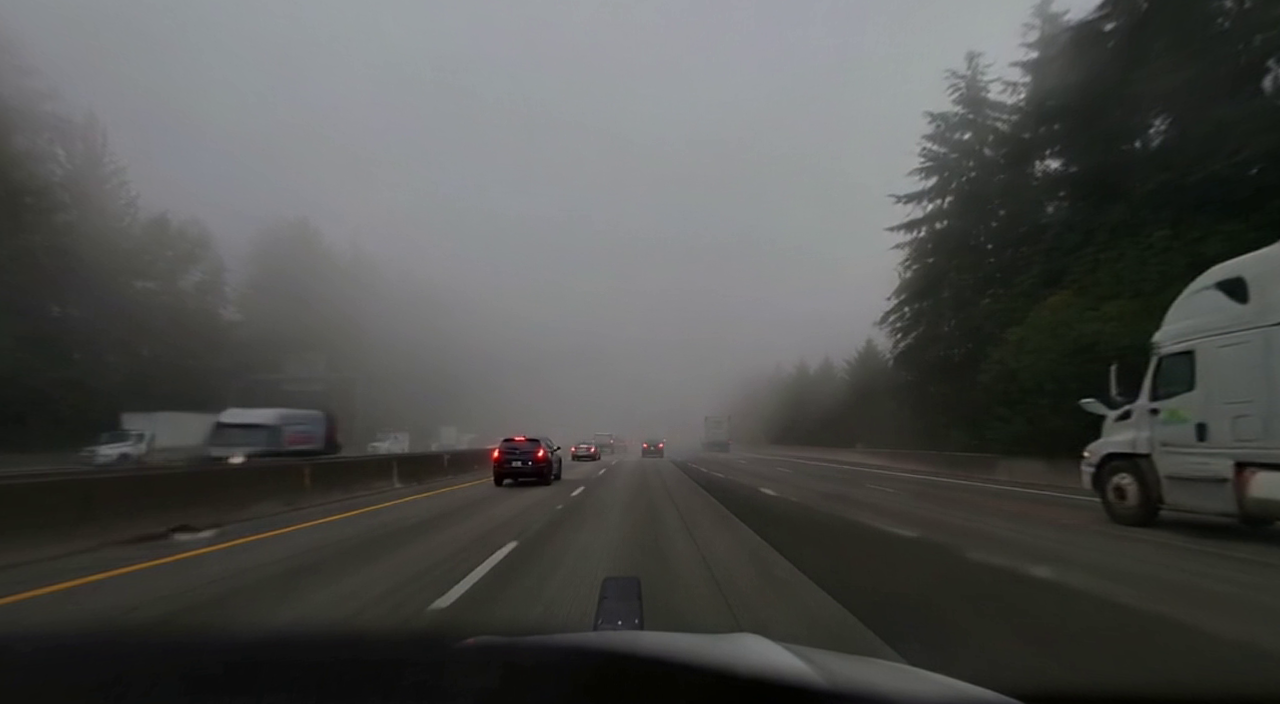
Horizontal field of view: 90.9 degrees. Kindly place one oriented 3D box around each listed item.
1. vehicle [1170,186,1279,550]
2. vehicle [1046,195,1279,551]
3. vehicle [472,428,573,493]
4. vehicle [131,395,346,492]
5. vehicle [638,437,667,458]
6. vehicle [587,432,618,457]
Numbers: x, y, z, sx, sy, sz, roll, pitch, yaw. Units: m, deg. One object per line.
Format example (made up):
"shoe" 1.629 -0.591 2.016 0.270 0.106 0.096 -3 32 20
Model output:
"vehicle" 8.912 -0.592 1.402 2.866 4.100 14.057 0 -8 -2
"vehicle" 8.704 0.349 7.939 3.005 3.976 5.847 0 -8 -1
"vehicle" -3.189 3.015 18.023 2.137 1.618 4.209 0 -8 -1
"vehicle" -11.649 2.731 19.146 2.357 2.442 6.242 0 -8 0
"vehicle" 0.900 6.923 45.913 2.004 1.465 3.842 0 -8 0
"vehicle" -2.861 7.176 49.036 2.064 1.826 4.263 0 -8 1
